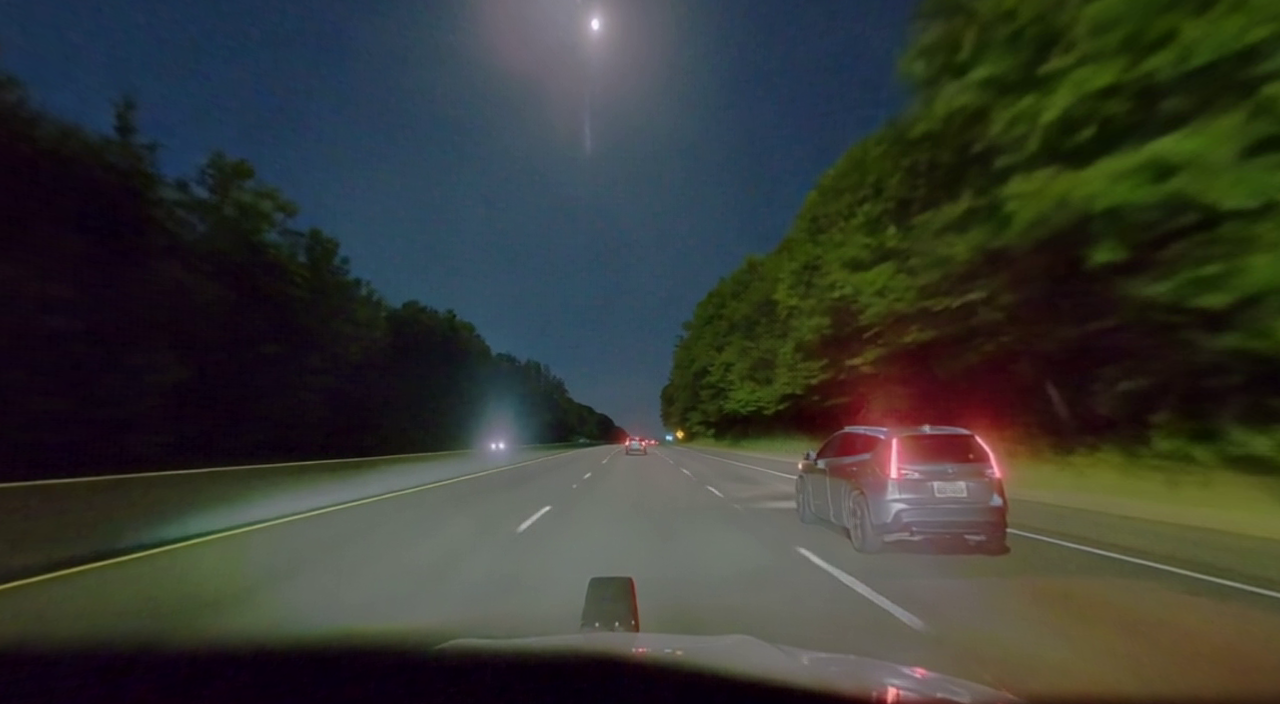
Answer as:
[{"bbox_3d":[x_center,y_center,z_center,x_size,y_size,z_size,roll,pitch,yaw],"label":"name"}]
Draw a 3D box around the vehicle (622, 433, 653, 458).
[{"bbox_3d":[-0.182,6.630,44.678,2.094,1.653,4.283,0,-8,-1],"label":"vehicle"}]
